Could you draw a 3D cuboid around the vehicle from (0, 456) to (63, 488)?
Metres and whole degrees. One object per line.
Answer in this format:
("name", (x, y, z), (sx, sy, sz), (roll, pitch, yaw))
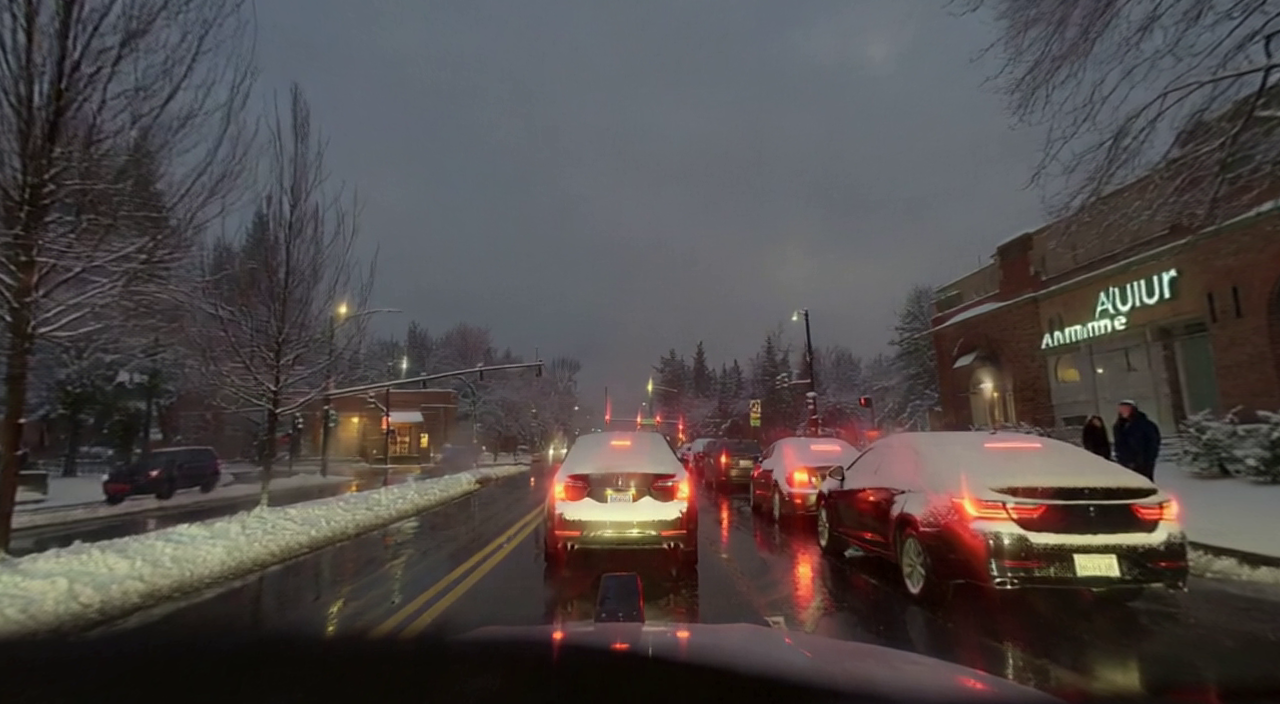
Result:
("vehicle", (-31.734, 5.992, 31.560), (1.913, 1.531, 4.000), (-9, -12, 43))

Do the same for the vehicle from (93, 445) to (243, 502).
("vehicle", (-15.103, 3.860, 20.556), (1.933, 1.614, 4.042), (0, -9, -4))

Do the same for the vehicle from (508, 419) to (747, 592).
("vehicle", (-0.142, 1.667, 7.684), (2.118, 1.512, 4.013), (0, -9, -1))

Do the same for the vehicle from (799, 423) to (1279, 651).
("vehicle", (3.208, 1.543, 6.436), (1.912, 1.454, 4.537), (0, -9, -1))
